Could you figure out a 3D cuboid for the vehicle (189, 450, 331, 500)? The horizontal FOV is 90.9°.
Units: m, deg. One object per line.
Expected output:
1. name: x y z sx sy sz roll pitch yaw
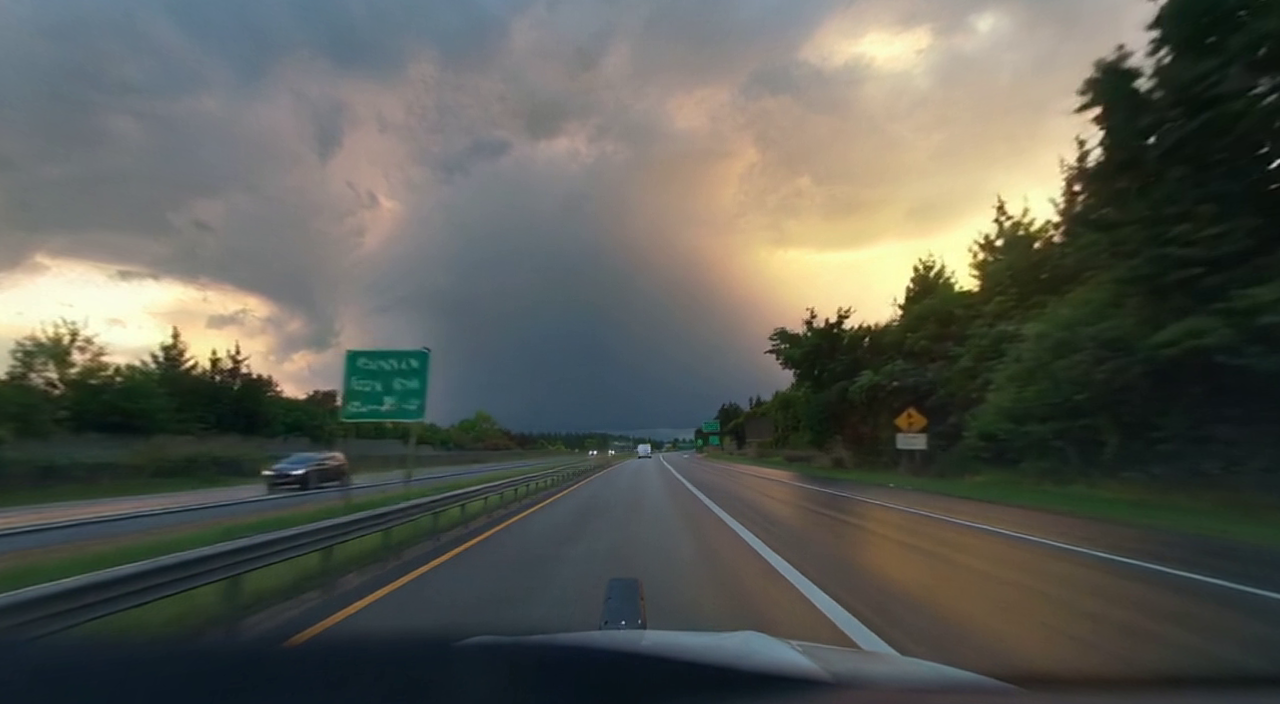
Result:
1. vehicle: -12.729 4.112 21.544 1.917 1.490 4.582 0 -9 1
